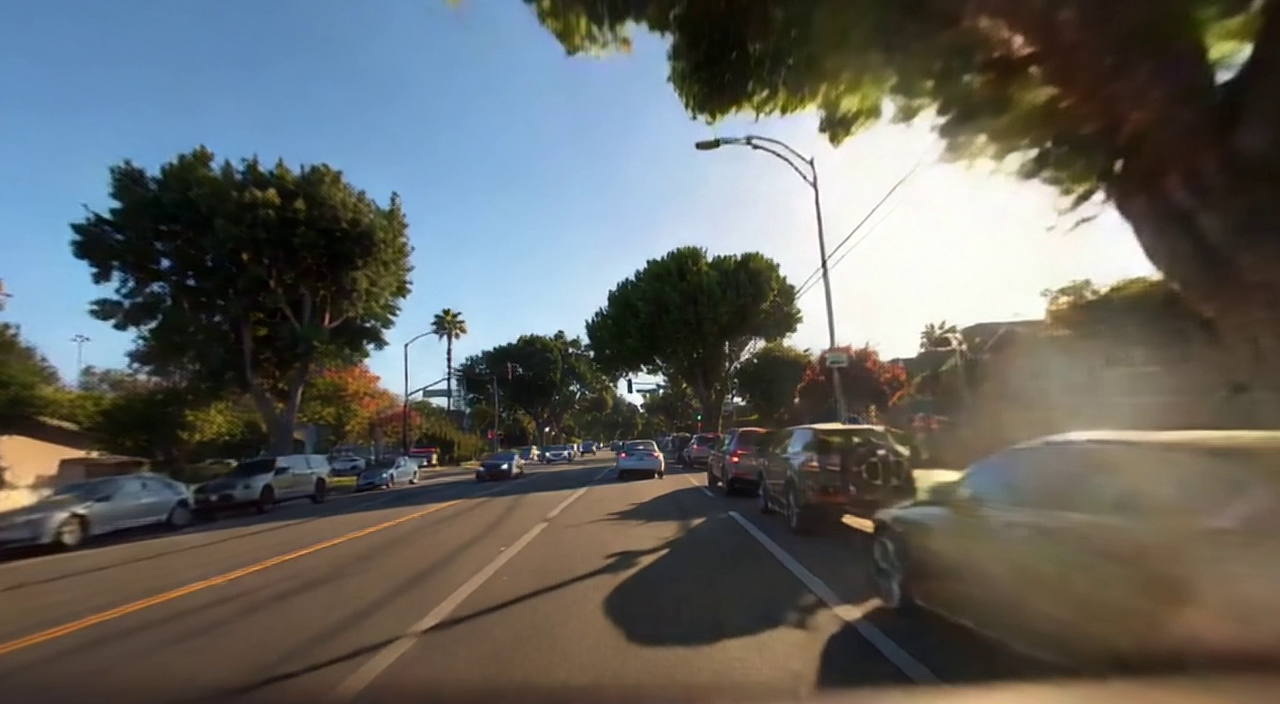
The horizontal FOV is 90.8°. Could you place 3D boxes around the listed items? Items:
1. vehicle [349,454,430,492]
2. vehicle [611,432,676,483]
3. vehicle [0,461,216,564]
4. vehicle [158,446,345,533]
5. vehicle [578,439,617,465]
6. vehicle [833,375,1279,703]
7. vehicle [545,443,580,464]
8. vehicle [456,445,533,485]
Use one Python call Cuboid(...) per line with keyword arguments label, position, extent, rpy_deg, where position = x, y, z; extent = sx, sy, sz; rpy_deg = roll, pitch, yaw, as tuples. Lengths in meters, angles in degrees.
Cuboid(label="vehicle", position=(-12.039, 5.797, 30.675), extent=(2.070, 1.610, 4.356), rpy_deg=(0, -8, 1))
Cuboid(label="vehicle", position=(0.111, 3.634, 21.971), extent=(2.041, 1.575, 4.304), rpy_deg=(0, -8, 0))
Cuboid(label="vehicle", position=(-11.976, 3.340, 13.530), extent=(2.076, 1.600, 5.382), rpy_deg=(-8, -8, 0))
Cuboid(label="vehicle", position=(-11.885, 4.139, 19.992), extent=(2.264, 2.010, 5.742), rpy_deg=(-4, -7, 1))
Cuboid(label="vehicle", position=(-2.618, 6.311, 40.065), extent=(2.117, 1.528, 4.277), rpy_deg=(0, -8, 1))
Cuboid(label="vehicle", position=(2.658, 1.008, 2.936), extent=(2.030, 1.505, 4.626), rpy_deg=(0, -8, 0))
Cuboid(label="vehicle", position=(-5.785, 7.631, 47.657), extent=(1.981, 1.498, 4.701), rpy_deg=(0, -8, 2))
Cuboid(label="vehicle", position=(-5.834, 4.569, 26.041), extent=(1.987, 1.478, 4.693), rpy_deg=(0, -8, 1))
